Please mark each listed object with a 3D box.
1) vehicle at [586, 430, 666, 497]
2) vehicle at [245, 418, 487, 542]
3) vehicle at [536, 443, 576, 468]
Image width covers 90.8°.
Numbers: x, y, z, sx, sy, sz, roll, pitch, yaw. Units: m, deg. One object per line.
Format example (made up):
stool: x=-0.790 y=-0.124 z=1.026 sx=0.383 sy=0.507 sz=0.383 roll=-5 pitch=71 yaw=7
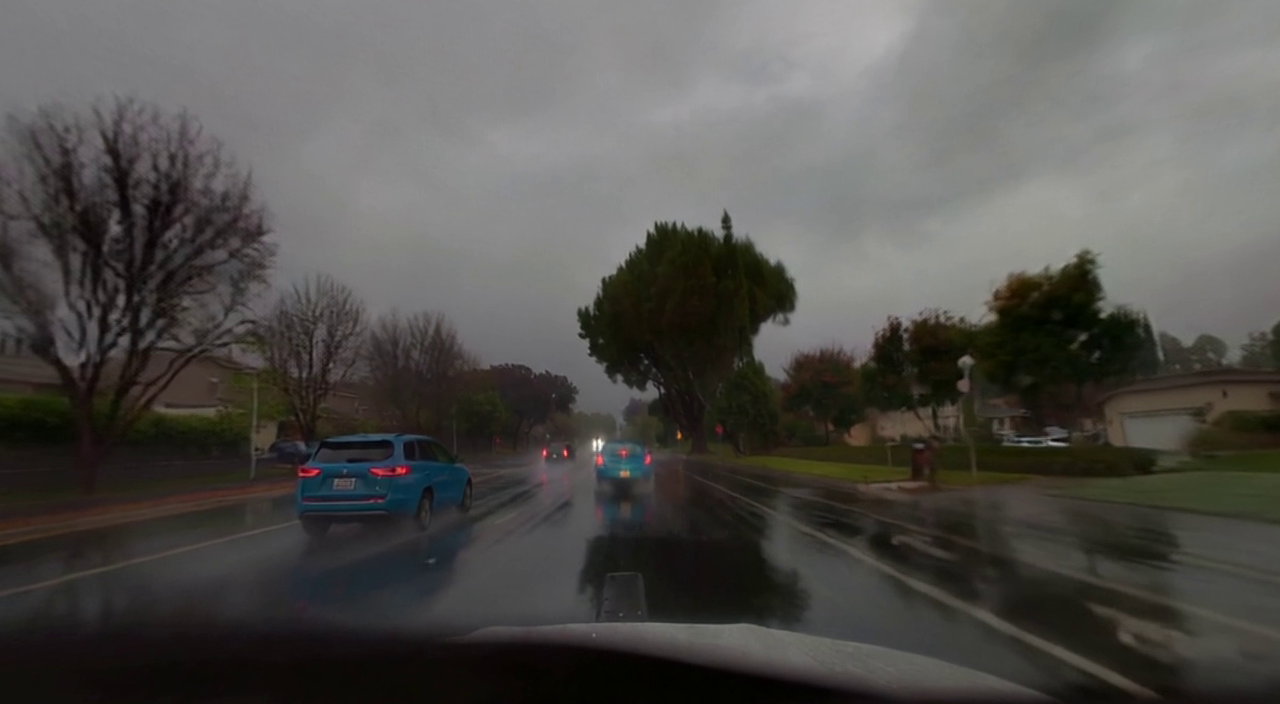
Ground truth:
vehicle: x=-0.415 y=3.272 z=18.901 sx=2.131 sy=1.761 sz=4.242 roll=0 pitch=-8 yaw=-1
vehicle: x=-4.418 y=2.142 z=11.256 sx=2.243 sy=1.722 sz=4.621 roll=0 pitch=-8 yaw=0
vehicle: x=-5.141 y=6.389 z=39.229 sx=2.014 sy=1.493 sz=4.658 roll=0 pitch=-8 yaw=-2
